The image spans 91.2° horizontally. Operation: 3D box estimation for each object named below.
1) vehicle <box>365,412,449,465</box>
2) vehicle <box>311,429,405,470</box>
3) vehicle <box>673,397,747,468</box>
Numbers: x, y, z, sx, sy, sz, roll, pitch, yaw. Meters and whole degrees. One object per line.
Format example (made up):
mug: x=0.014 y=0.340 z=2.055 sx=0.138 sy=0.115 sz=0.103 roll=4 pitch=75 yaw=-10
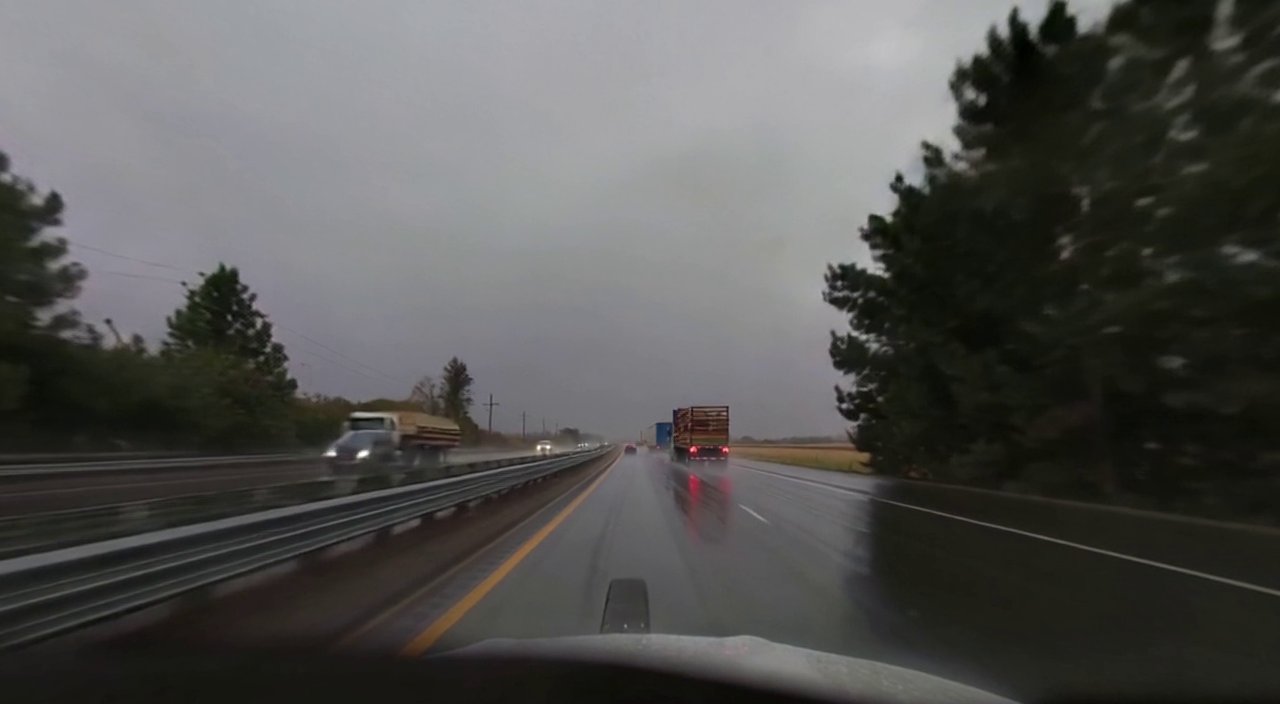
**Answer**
vehicle: x=-12.655 y=4.771 z=34.536 sx=2.410 sy=2.664 sz=5.507 roll=0 pitch=-9 yaw=0
vehicle: x=-12.529 y=4.381 z=28.298 sx=1.893 sy=1.652 sz=4.998 roll=0 pitch=-9 yaw=1
vehicle: x=4.071 y=5.272 z=40.067 sx=3.278 sy=3.788 sz=13.133 roll=0 pitch=-9 yaw=0
